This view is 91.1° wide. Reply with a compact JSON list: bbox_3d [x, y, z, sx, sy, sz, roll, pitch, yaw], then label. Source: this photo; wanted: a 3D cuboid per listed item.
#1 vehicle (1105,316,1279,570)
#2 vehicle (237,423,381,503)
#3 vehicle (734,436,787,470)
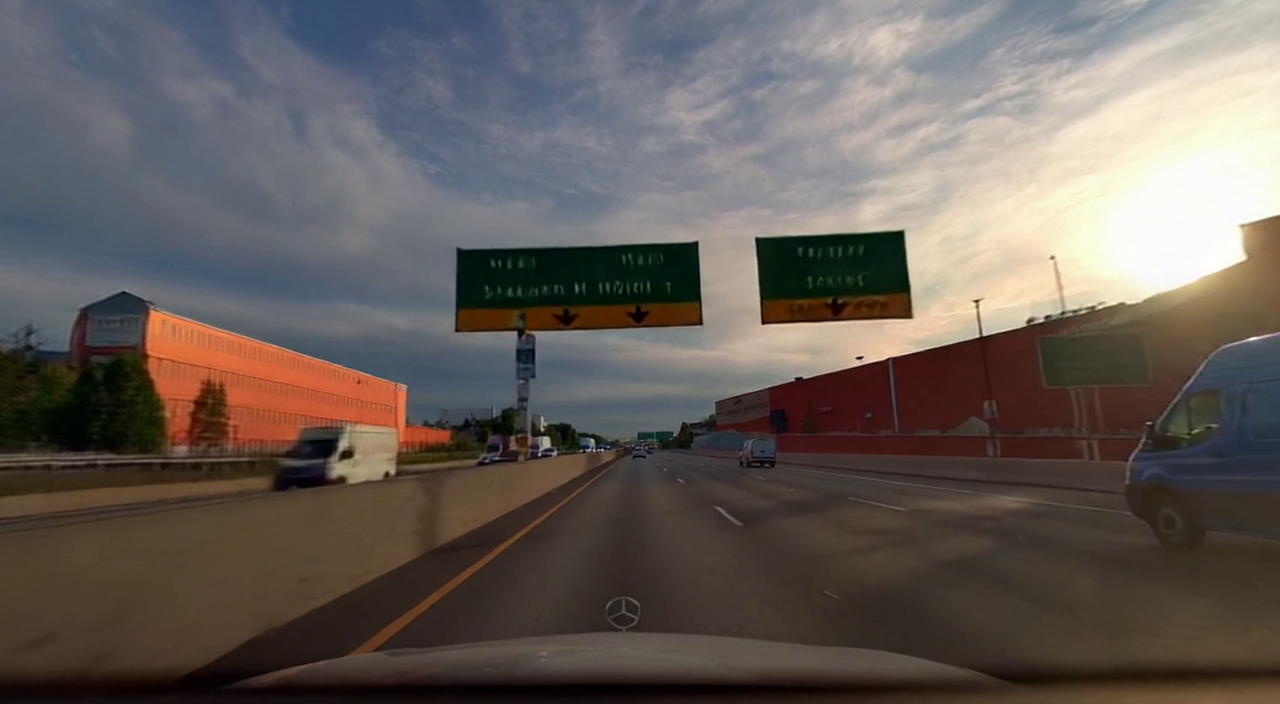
[{"bbox_3d":[7.861,0.835,5.847,2.283,2.631,6.053,0,-9,-1],"label":"vehicle"},{"bbox_3d":[-12.217,4.130,23.849,2.195,2.631,5.906,0,-9,0],"label":"vehicle"},{"bbox_3d":[7.288,6.159,38.492,2.156,1.943,5.010,0,-9,-1],"label":"vehicle"}]
